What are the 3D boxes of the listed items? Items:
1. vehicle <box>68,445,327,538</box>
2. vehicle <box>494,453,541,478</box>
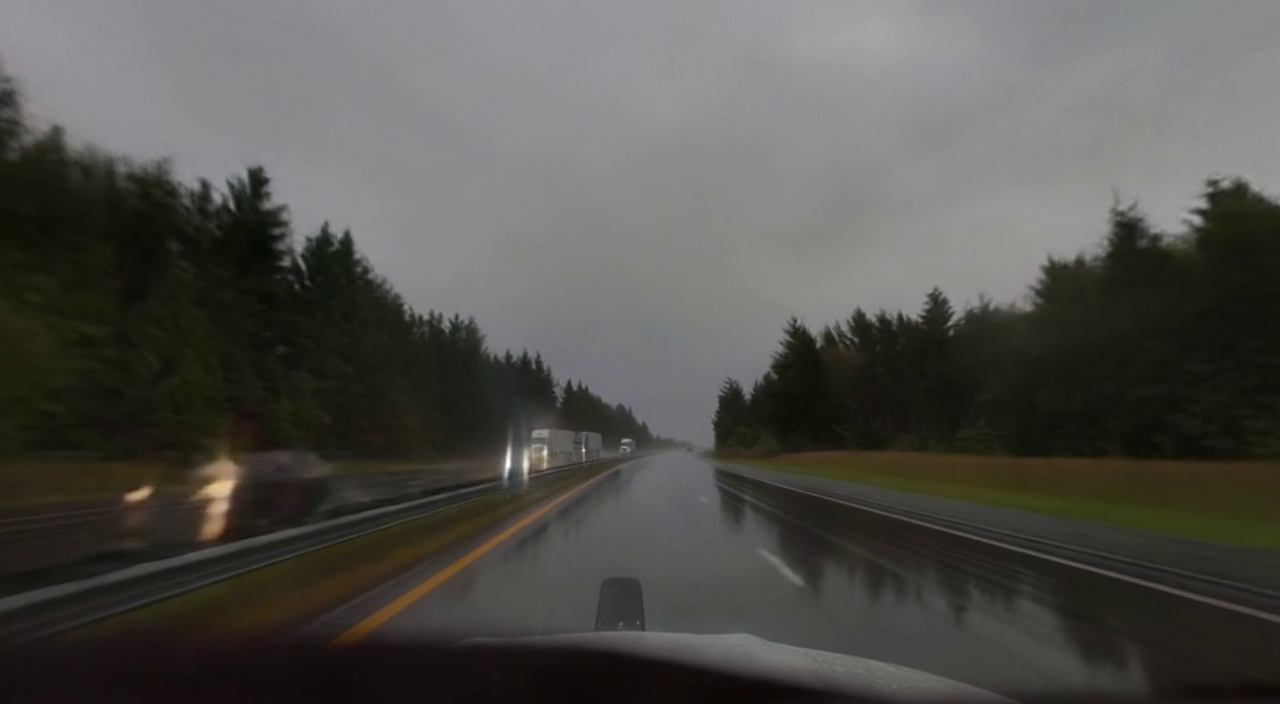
[{"bbox_3d":[-9.007,2.841,13.562,2.069,1.606,4.753,0,-9,1],"label":"vehicle"},{"bbox_3d":[-7.874,7.321,40.959,1.933,1.464,4.506,-1,-9,3],"label":"vehicle"}]
